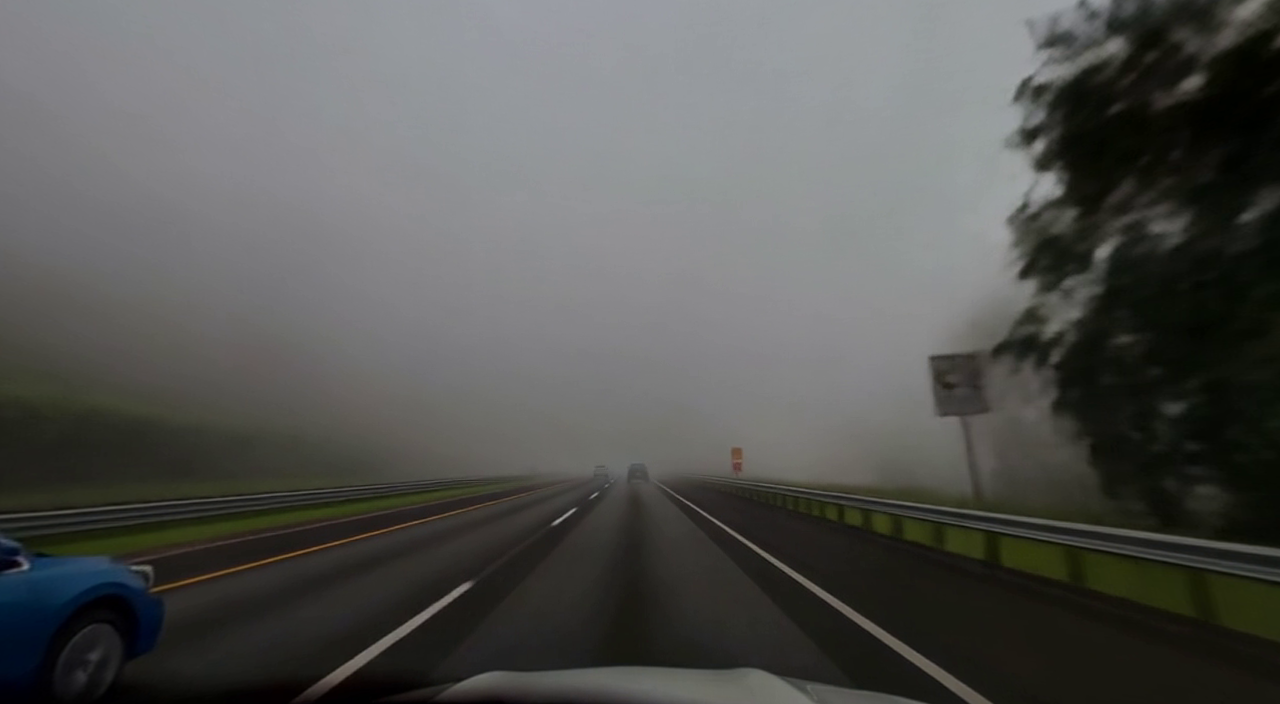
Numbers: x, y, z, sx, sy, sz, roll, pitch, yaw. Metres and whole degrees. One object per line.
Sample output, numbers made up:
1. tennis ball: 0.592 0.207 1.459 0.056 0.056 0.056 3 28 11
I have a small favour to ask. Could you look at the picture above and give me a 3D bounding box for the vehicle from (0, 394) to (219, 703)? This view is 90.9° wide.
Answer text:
1. vehicle: -3.456 0.749 1.535 2.017 1.516 4.041 1 -11 0
